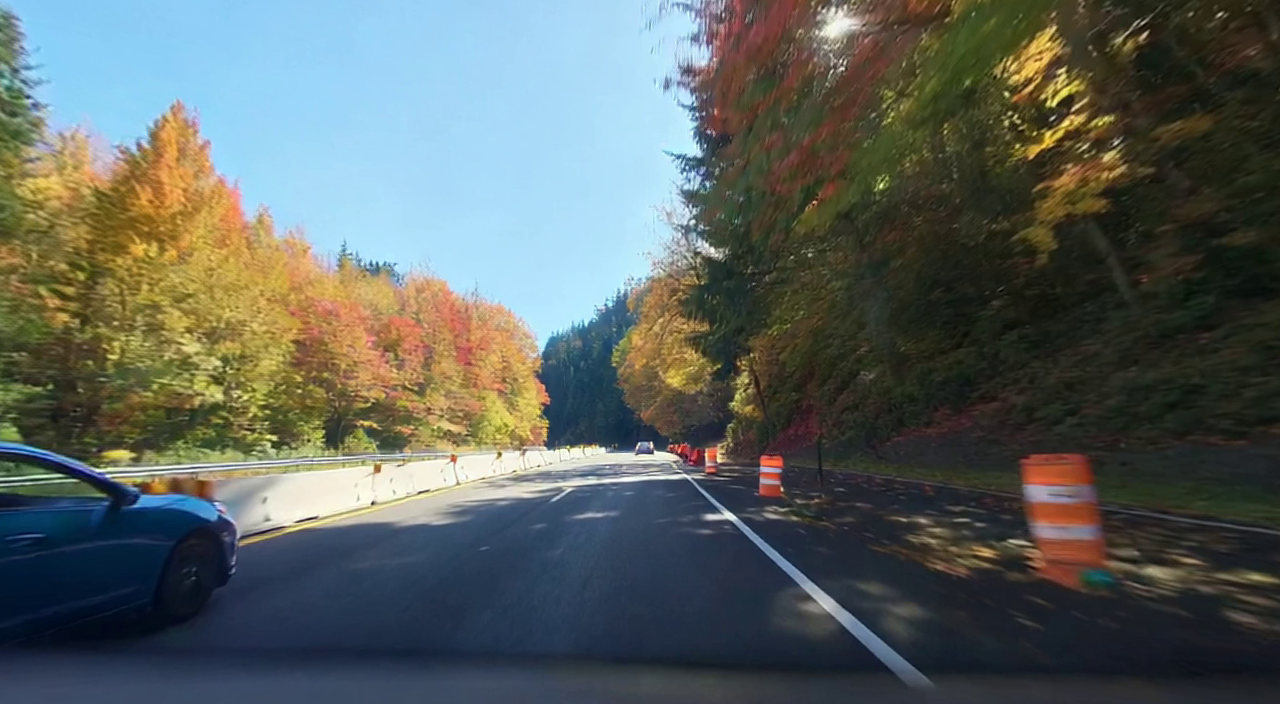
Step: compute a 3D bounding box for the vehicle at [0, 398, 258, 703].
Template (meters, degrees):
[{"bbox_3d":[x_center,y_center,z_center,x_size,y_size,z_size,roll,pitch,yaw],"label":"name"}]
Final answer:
[{"bbox_3d":[-3.917,0.949,2.744,1.902,1.505,4.016,0,-8,1],"label":"vehicle"}]
